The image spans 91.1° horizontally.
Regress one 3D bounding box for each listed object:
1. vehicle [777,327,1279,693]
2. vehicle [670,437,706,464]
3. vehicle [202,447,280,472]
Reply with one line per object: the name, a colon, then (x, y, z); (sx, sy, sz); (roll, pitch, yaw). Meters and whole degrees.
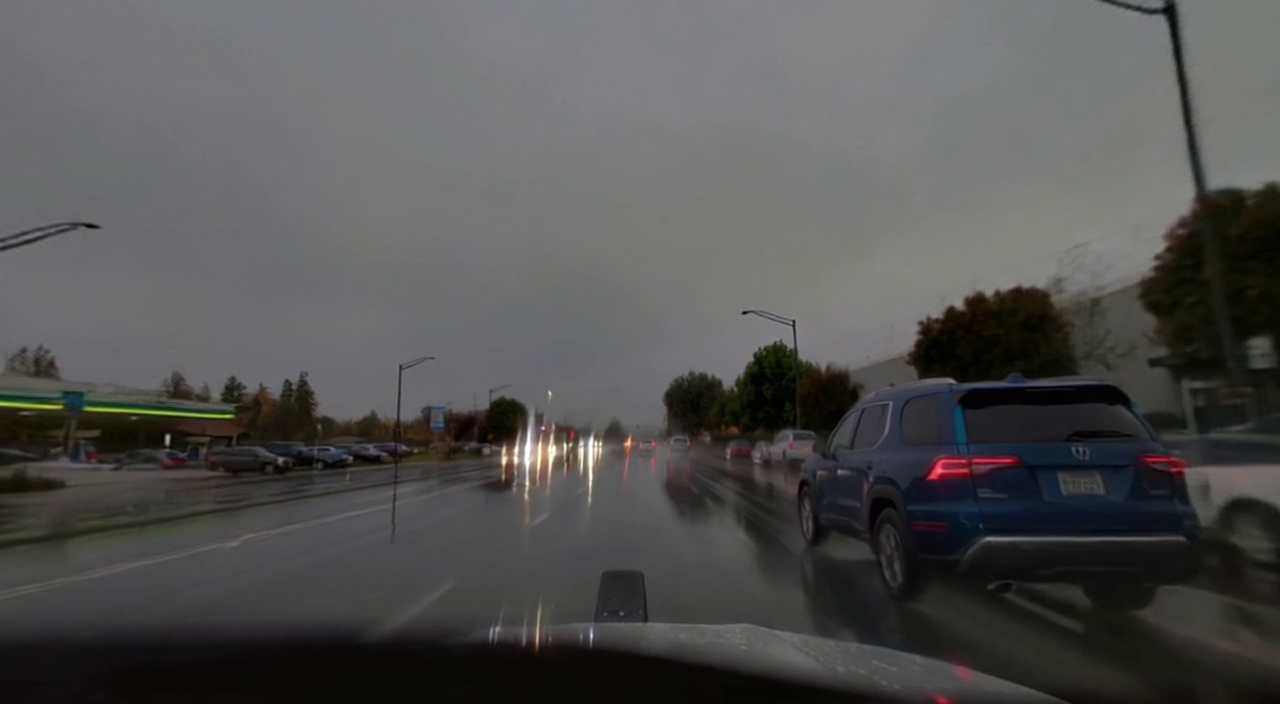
vehicle: (2.917, 1.178, 5.824); (2.246, 1.963, 4.777); (0, -8, 1)
vehicle: (3.454, 7.176, 46.058); (2.317, 1.857, 5.150); (0, -8, 1)
vehicle: (-26.105, 7.053, 41.151); (3.765, 1.559, 1.915); (0, -8, 1)
